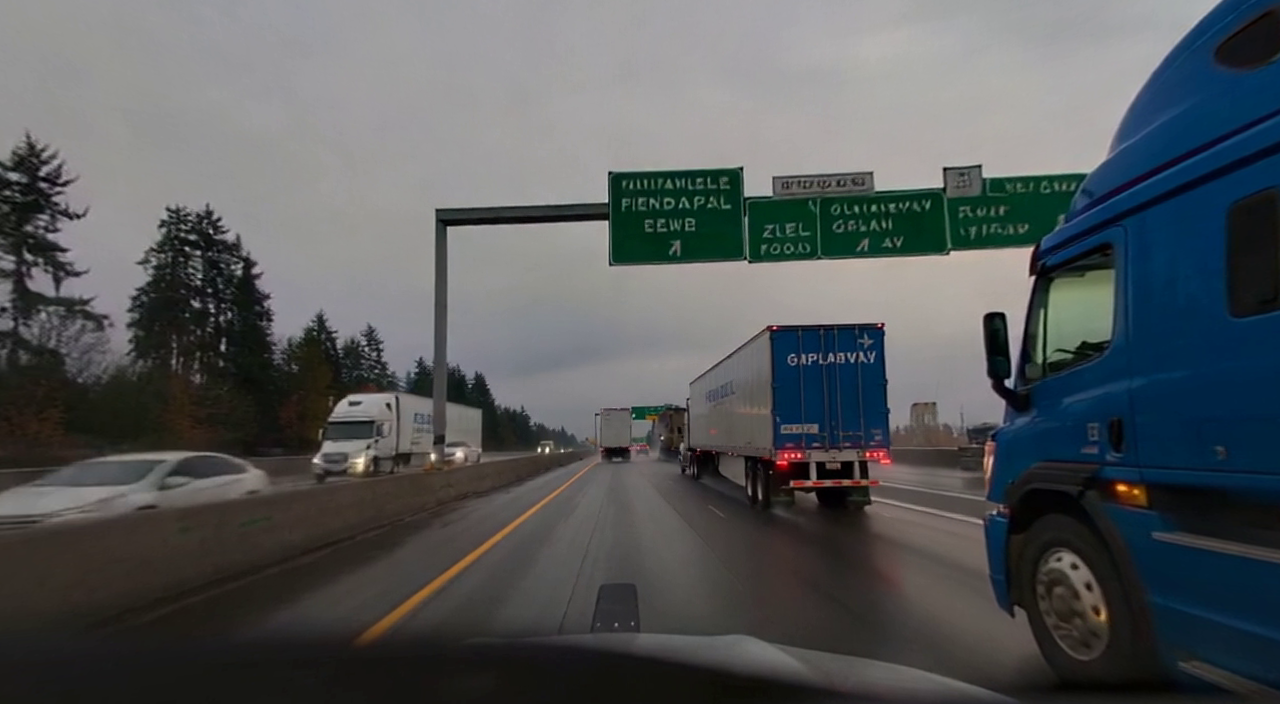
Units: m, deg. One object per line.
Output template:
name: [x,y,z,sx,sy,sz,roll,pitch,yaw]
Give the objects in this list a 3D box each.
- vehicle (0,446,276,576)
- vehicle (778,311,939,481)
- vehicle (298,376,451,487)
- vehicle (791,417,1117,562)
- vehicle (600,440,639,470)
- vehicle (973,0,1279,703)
vehicle: [-8.455,2.417,10.523,2.045,1.603,4.731,0,-8,-2]
vehicle: [4.148,0.898,12.367,2.244,3.047,2.035,0,-8,-2]
vehicle: [-13.064,4.206,32.792,2.972,4.669,12.286,0,-8,-2]
vehicle: [4.434,1.745,8.808,4.253,1.543,2.045,4,-9,-31]
vehicle: [-1.076,5.447,33.474,1.943,1.491,3.459,0,-8,-1]
vehicle: [4.023,-0.226,1.479,2.951,3.857,5.902,0,-8,-2]
